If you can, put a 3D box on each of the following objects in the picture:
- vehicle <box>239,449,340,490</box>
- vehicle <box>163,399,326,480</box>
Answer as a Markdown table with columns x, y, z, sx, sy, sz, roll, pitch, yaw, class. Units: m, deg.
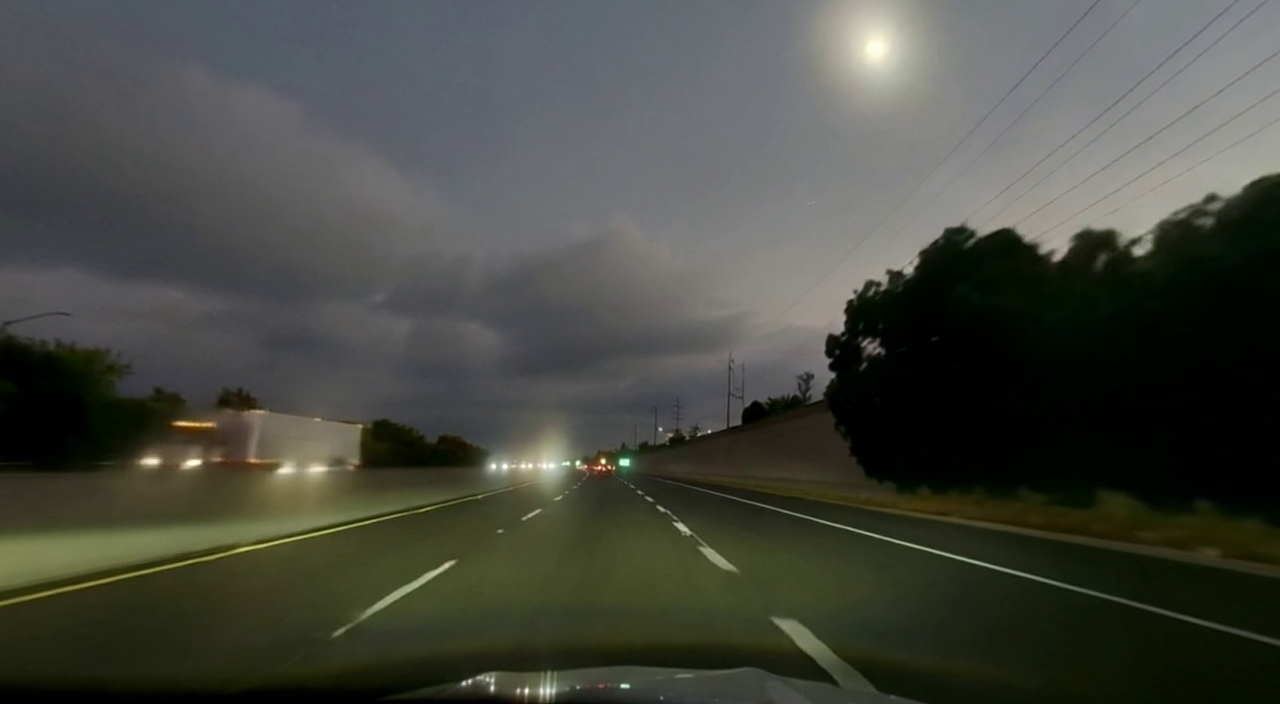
| x | y | z | sx | sy | sz | roll | pitch | yaw | class |
| --- | --- | --- | --- | --- | --- | --- | --- | --- | --- |
| -13.629 | 4.629 | 24.796 | 1.763 | 1.441 | 3.984 | 1 | -10 | -2 | vehicle |
| -21.666 | 5.139 | 35.566 | 3.076 | 3.885 | 9.801 | 1 | -10 | -3 | vehicle |
